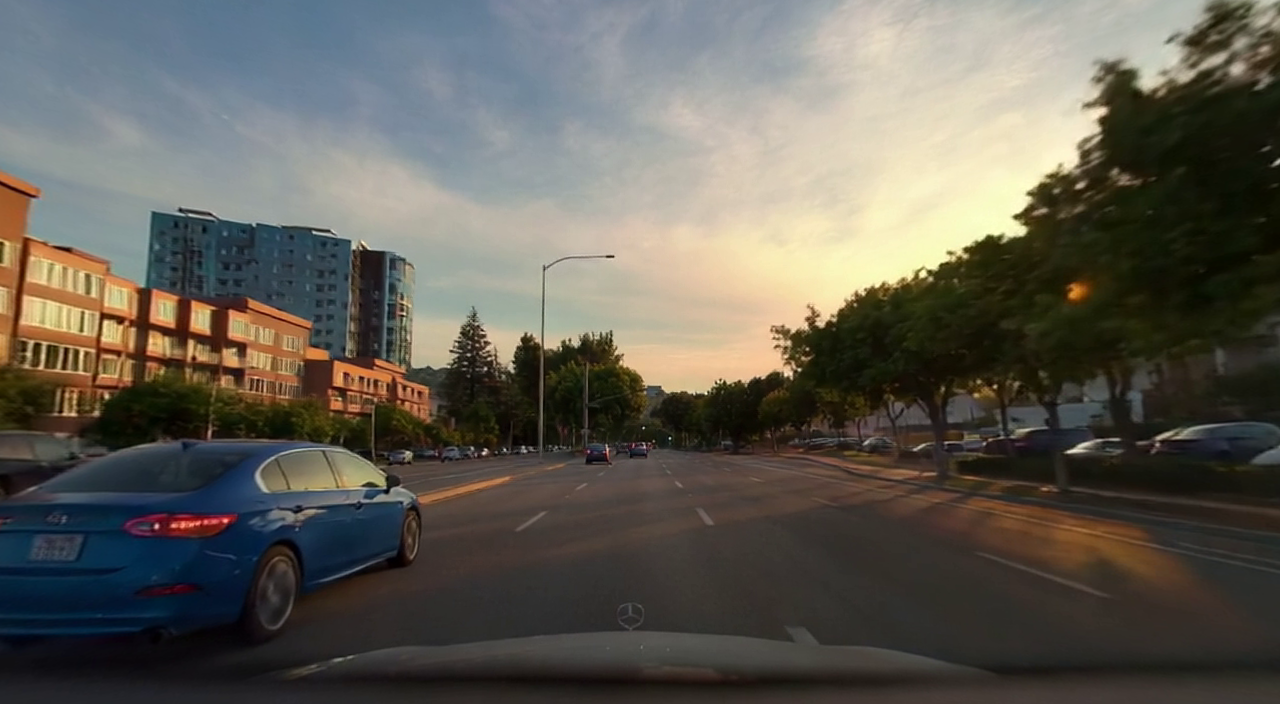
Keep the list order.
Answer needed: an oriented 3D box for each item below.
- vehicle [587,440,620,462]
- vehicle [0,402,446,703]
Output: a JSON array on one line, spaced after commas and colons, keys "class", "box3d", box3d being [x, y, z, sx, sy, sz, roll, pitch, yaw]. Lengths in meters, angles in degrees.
[{"class": "vehicle", "box3d": [-2.837, 7.759, 49.468, 2.197, 1.486, 4.654, -4, -8, 0]}, {"class": "vehicle", "box3d": [-3.387, 1.387, 5.267, 2.009, 1.489, 4.543, -5, -8, 0]}]
